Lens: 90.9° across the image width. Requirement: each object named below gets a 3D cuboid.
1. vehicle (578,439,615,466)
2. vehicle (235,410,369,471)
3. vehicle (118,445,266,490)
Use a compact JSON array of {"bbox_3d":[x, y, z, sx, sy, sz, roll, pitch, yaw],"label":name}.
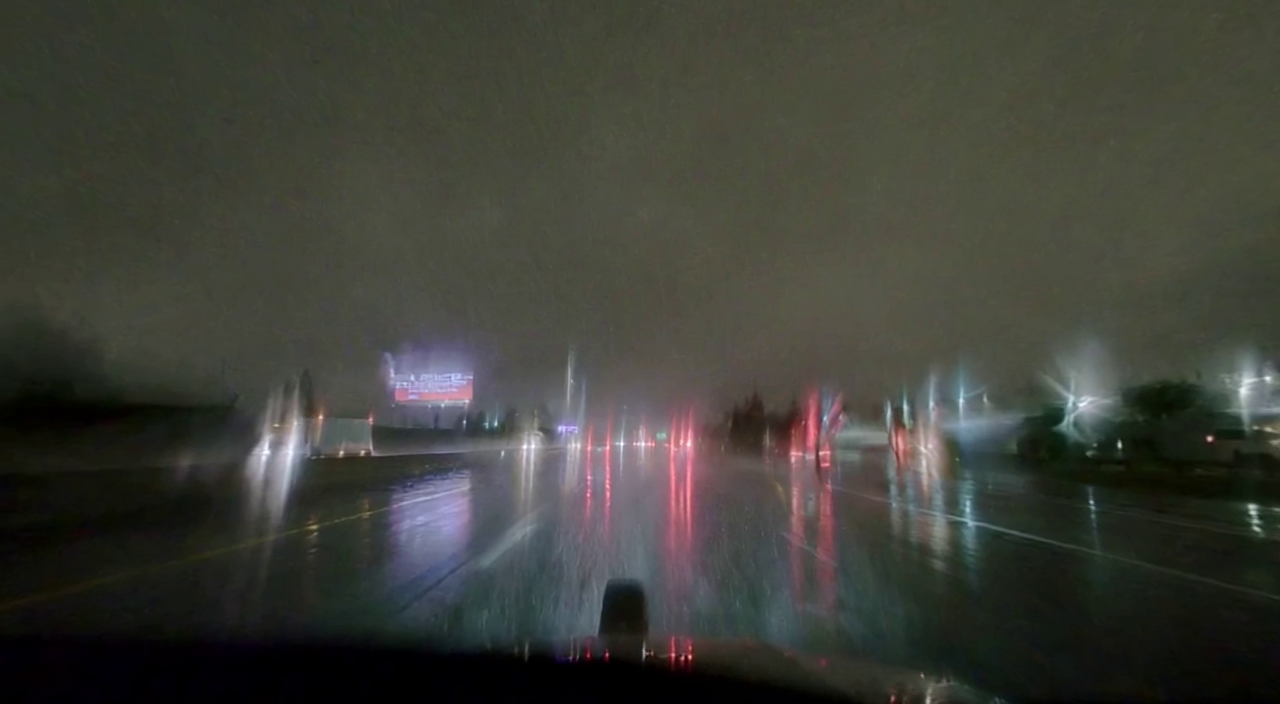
[{"bbox_3d":[-2.976,7.002,44.077,2.319,1.738,4.355,0,-8,0],"label":"vehicle"},{"bbox_3d":[-24.363,6.567,46.623,3.300,3.947,11.672,0,-8,0],"label":"vehicle"},{"bbox_3d":[-16.275,4.180,23.285,2.051,1.469,4.569,0,-8,0],"label":"vehicle"}]
